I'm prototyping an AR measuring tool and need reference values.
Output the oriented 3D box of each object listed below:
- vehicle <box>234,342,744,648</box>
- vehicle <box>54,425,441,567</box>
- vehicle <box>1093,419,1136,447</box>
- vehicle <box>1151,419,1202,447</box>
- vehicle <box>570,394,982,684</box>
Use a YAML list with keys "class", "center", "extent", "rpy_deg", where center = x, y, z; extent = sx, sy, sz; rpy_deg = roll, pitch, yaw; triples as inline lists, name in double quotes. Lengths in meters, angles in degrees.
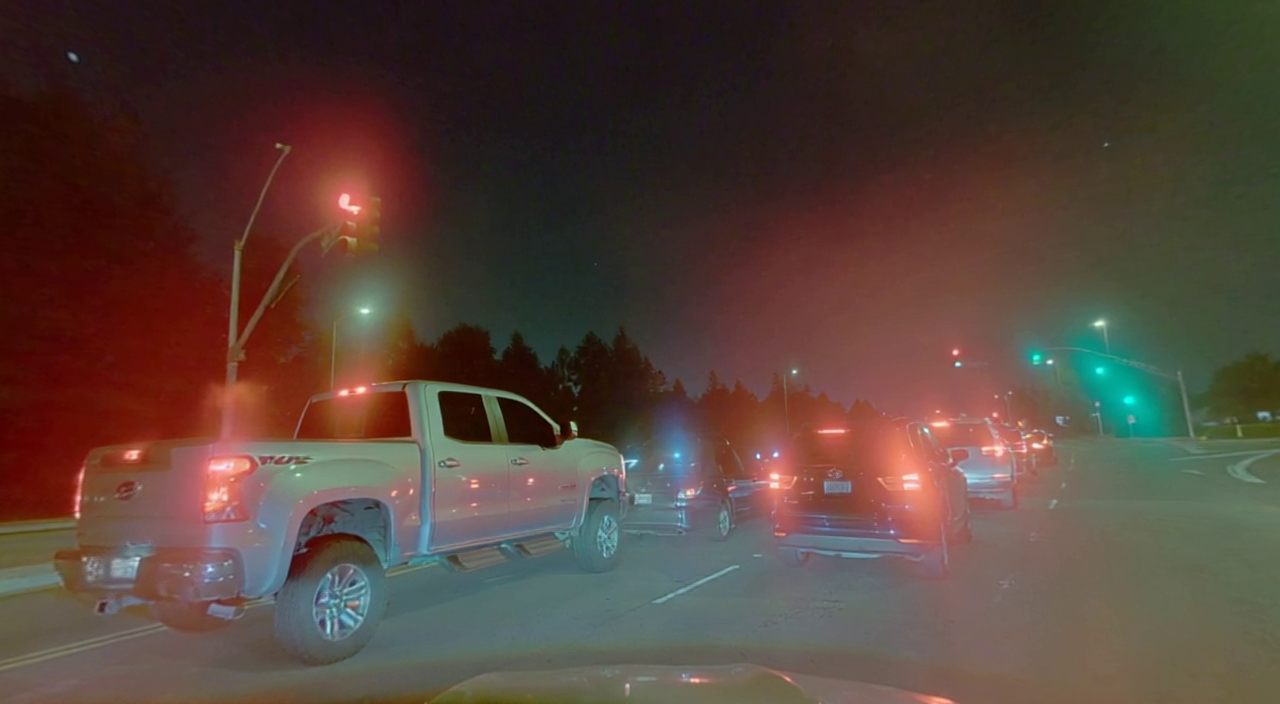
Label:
- class: "vehicle"
  center: [-0.876, 1.405, 7.464]
  extent: [2.272, 2.016, 6.146]
  rpy_deg: [-5, -10, 28]
- class: "vehicle"
  center: [-5.926, 2.137, 10.298]
  extent: [1.982, 1.712, 4.862]
  rpy_deg: [-6, -10, 34]
- class: "vehicle"
  center: [32.813, 5.668, 43.725]
  extent: [2.160, 1.790, 4.303]
  rpy_deg: [-6, -10, 35]
- class: "vehicle"
  center: [35.814, 5.470, 42.241]
  extent: [2.183, 1.714, 4.491]
  rpy_deg: [-6, -11, 36]
- class: "vehicle"
  center: [1.712, 1.375, 5.995]
  extent: [2.027, 1.549, 4.801]
  rpy_deg: [-6, -10, 35]
